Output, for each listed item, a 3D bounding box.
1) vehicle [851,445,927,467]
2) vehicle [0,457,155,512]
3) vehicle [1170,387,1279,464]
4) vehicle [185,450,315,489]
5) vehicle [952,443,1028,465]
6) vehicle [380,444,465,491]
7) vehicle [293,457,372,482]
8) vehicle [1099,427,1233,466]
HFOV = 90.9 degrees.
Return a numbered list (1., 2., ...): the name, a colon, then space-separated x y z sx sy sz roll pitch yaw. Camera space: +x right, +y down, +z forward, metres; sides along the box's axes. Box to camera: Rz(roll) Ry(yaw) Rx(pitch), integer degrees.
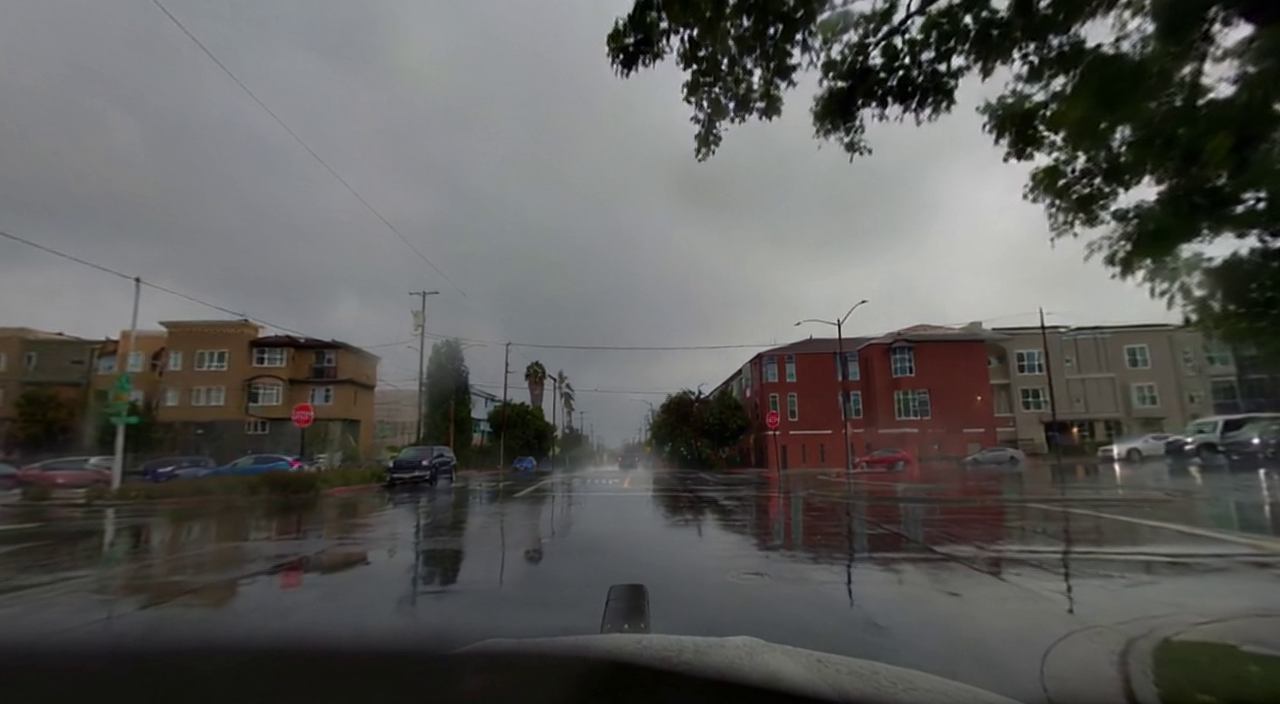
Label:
1. vehicle: 17.625 7.369 44.677 4.528 1.458 1.939 1 -7 -5
2. vehicle: -16.739 3.762 18.114 4.233 1.432 1.755 -1 -9 5
3. vehicle: 32.959 3.726 31.472 10.986 3.604 2.707 1 -10 -6
4. vehicle: -17.984 5.397 29.281 2.010 1.583 4.582 -6 -10 34
5. vehicle: 25.087 7.285 45.195 4.323 1.507 1.896 0 -8 -4
6. vehicle: -8.874 4.693 26.212 2.156 1.620 4.945 0 -7 -5
7. vehicle: -20.521 7.841 42.196 4.277 1.527 1.987 0 -8 -3
8. vehicle: 28.679 5.121 34.482 5.277 2.032 2.408 1 -7 -4
